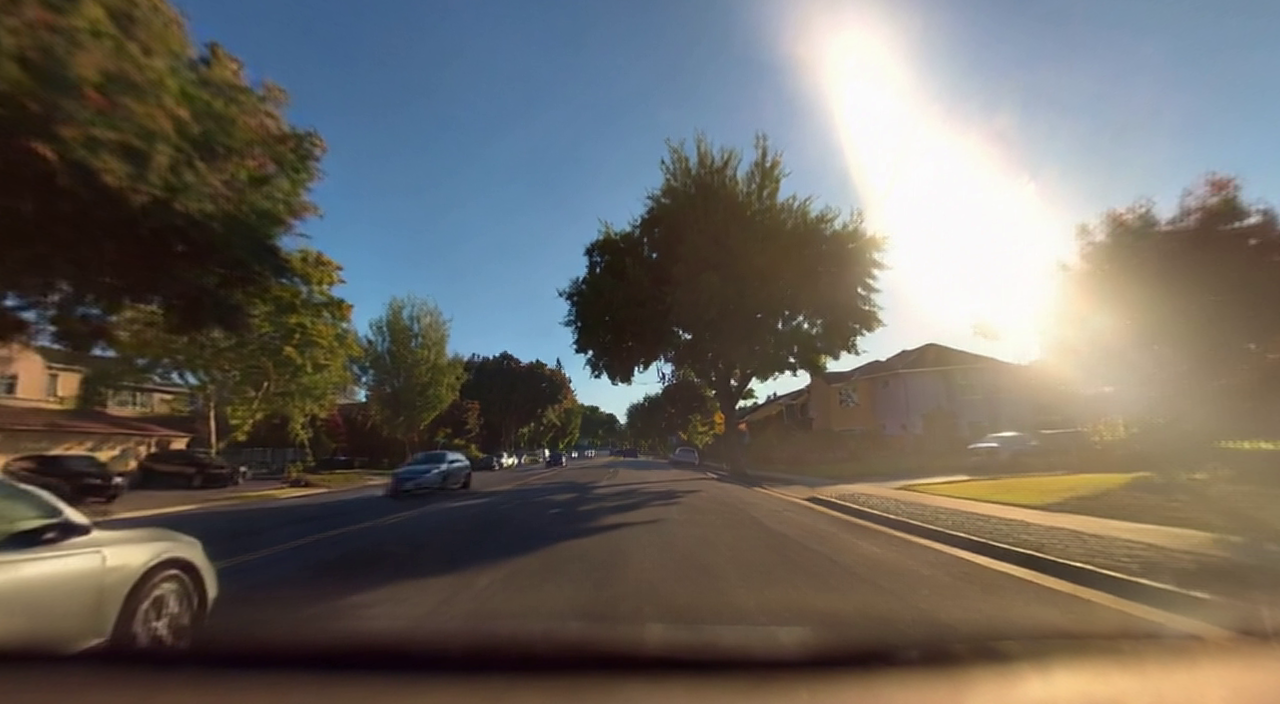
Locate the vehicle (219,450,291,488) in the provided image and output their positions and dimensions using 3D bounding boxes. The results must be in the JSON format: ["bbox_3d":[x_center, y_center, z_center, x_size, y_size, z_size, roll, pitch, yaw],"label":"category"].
[{"bbox_3d":[-23.418,7.184,38.341,5.102,1.838,2.260,-16,-19,42],"label":"vehicle"}]

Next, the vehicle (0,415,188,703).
[{"bbox_3d":[-3.342,0.771,0.922,1.969,1.459,4.619,0,-8,0],"label":"vehicle"}]

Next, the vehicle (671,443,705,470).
[{"bbox_3d":[3.600,7.923,48.133,2.130,1.873,4.886,0,-8,0],"label":"vehicle"}]

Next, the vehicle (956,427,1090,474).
[{"bbox_3d":[15.279,3.963,25.274,4.362,1.702,2.333,4,-10,-22],"label":"vehicle"}]

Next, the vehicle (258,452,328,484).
[{"bbox_3d":[-22.977,7.713,41.759,5.152,1.627,2.383,-16,-19,41],"label":"vehicle"}]

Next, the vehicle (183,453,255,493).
[{"bbox_3d":[-22.383,6.347,33.493,4.273,1.797,2.129,-6,-12,44],"label":"vehicle"}]

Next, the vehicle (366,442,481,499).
[{"bbox_3d":[-7.503,4.123,22.566,2.194,1.761,5.282,0,-8,0],"label":"vehicle"}]
